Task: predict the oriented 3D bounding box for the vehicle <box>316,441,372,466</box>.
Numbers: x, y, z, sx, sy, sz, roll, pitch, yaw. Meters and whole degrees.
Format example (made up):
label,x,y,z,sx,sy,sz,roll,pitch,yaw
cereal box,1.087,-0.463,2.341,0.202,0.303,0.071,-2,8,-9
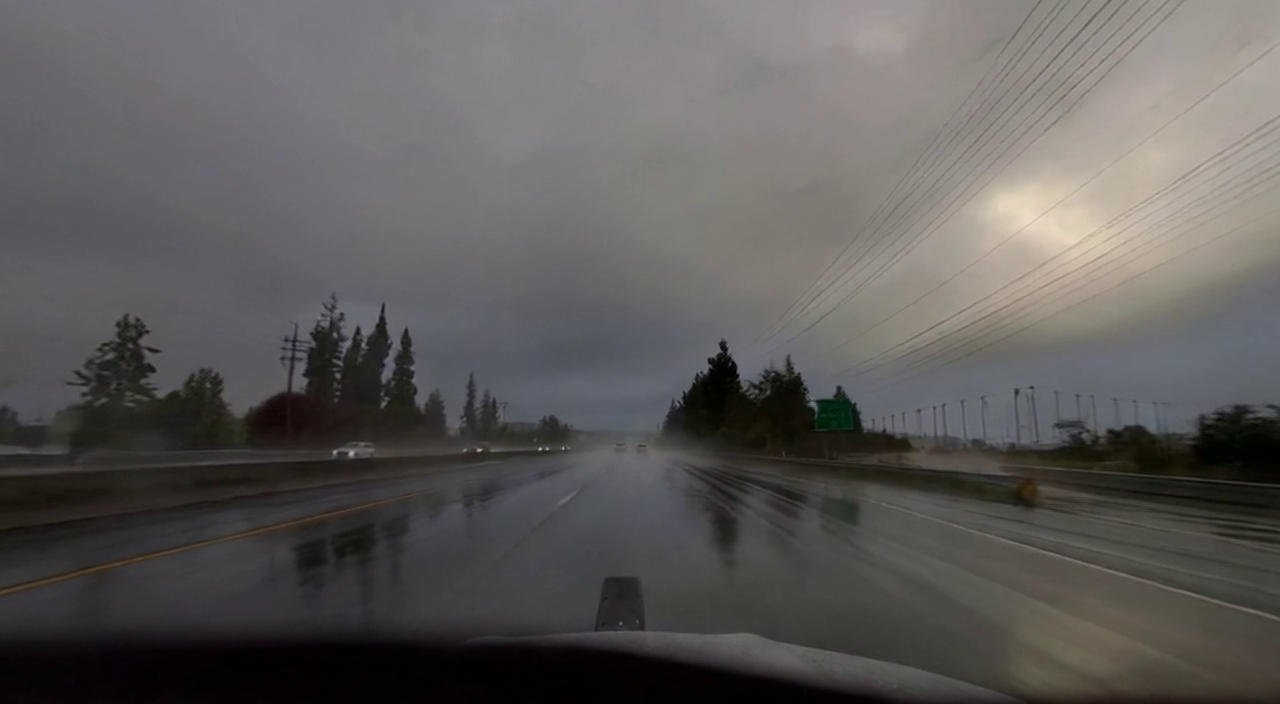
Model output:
label,x,y,z,sx,sy,sz,roll,pitch,yaw
vehicle,-21.780,7.477,46.717,1.889,1.672,4.483,0,-8,1
